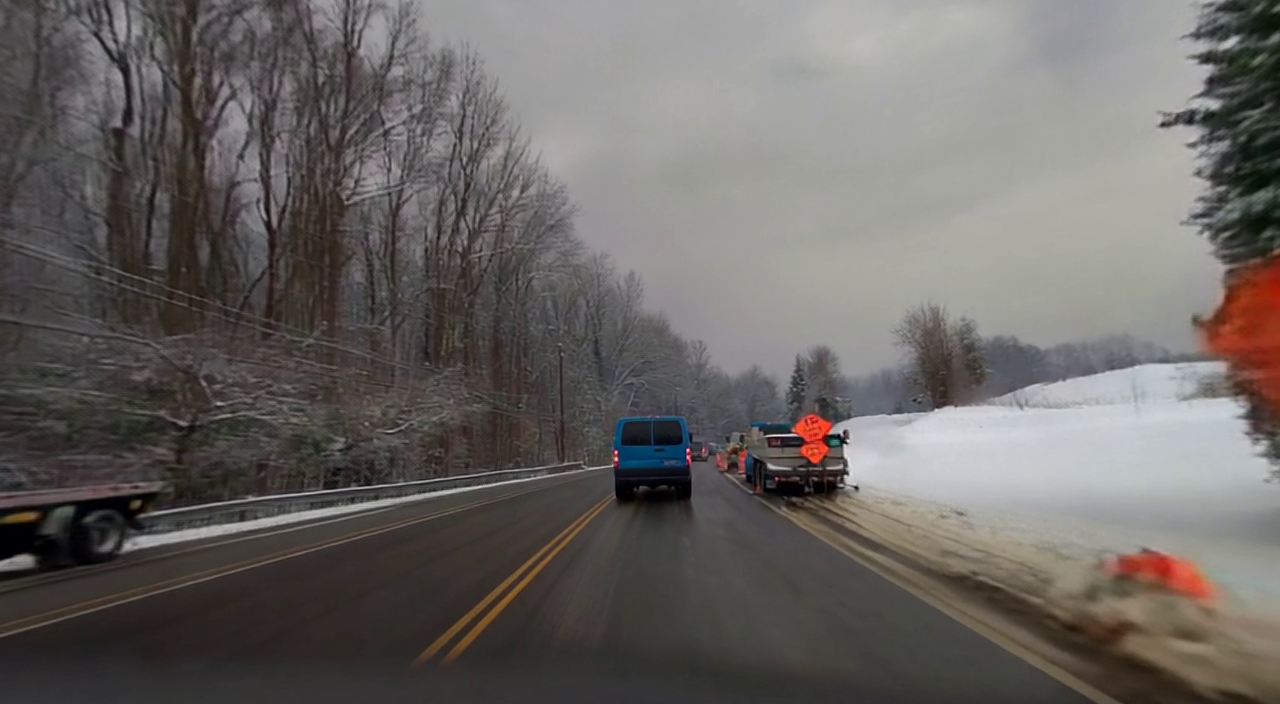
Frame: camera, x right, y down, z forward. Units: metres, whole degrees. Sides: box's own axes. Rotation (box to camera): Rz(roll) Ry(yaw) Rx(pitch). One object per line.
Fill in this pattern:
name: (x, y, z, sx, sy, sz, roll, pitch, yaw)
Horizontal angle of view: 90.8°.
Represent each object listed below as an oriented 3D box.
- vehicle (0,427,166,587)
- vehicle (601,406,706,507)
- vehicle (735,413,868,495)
vehicle: (-8.381, 1.698, 6.691, 2.055, 1.809, 5.906, 0, -8, 1)
vehicle: (0.504, 2.711, 16.707, 2.362, 2.247, 4.892, -1, -8, 5)
vehicle: (4.591, 3.114, 19.660, 2.833, 2.033, 7.668, -1, -8, 6)
